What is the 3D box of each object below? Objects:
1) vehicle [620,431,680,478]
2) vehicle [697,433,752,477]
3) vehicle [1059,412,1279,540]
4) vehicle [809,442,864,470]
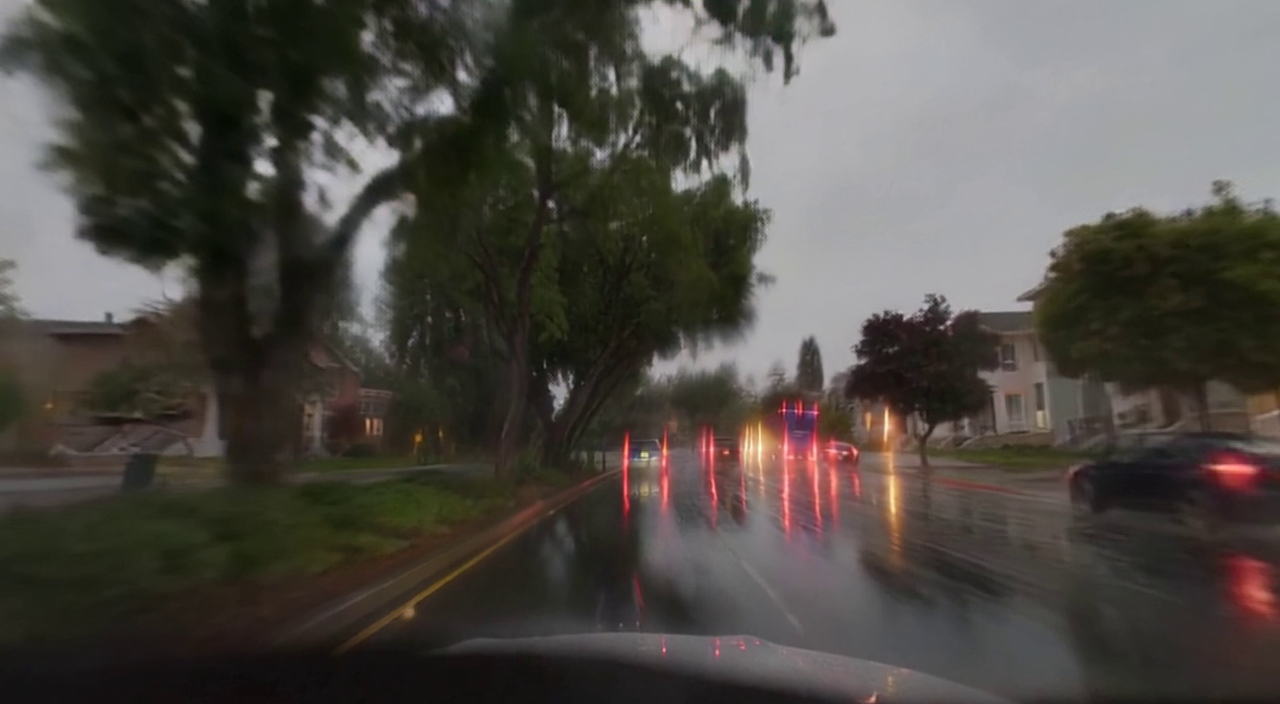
[{"bbox_3d":[0.506,4.412,27.365,2.345,1.841,5.032,0,-9,3],"label":"vehicle"},{"bbox_3d":[3.747,4.677,28.897,2.033,1.823,4.409,0,-9,2],"label":"vehicle"},{"bbox_3d":[10.234,2.167,11.615,1.938,1.860,4.690,0,-9,2],"label":"vehicle"},{"bbox_3d":[11.313,6.039,36.739,1.901,1.496,4.948,0,-9,4],"label":"vehicle"}]
